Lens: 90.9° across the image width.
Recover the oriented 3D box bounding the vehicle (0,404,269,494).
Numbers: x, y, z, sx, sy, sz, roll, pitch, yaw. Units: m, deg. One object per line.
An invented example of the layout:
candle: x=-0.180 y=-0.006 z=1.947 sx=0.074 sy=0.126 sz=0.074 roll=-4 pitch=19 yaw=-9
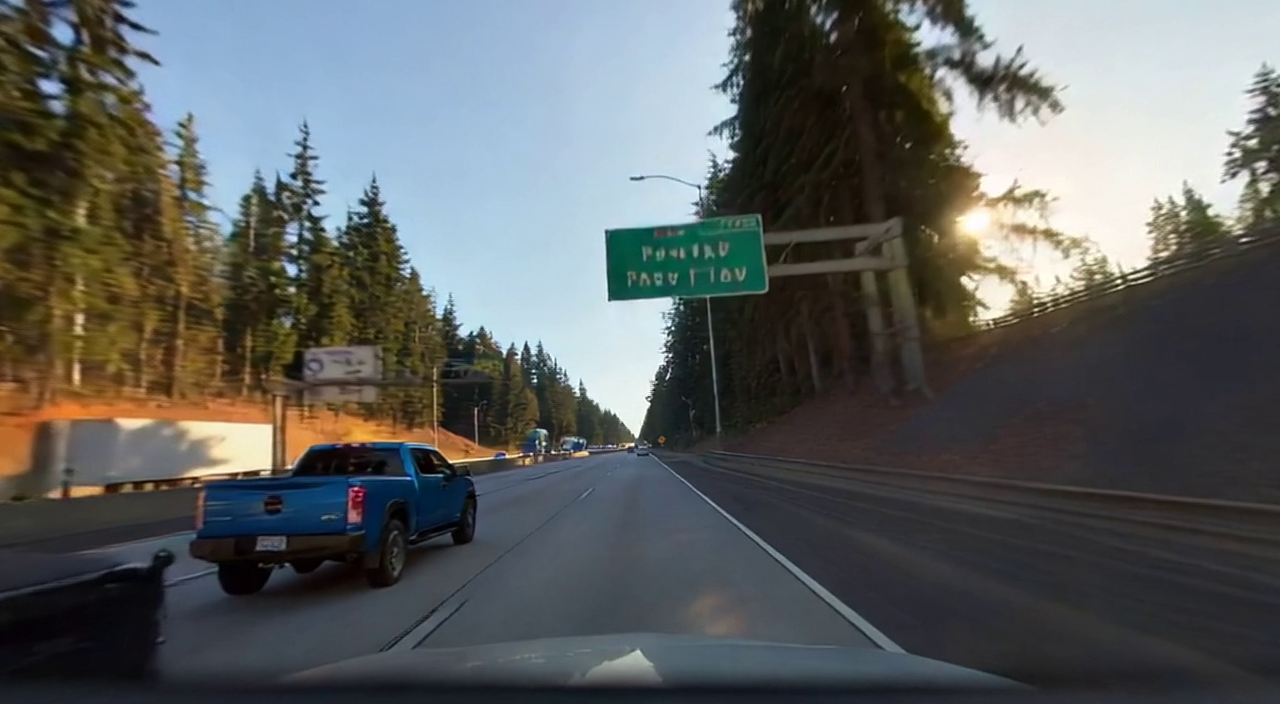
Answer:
vehicle: x=-21.759 y=4.336 z=28.541 sx=3.101 sy=3.238 sz=10.911 roll=-1 pitch=-8 yaw=1

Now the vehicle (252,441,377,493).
vehicle: x=-11.819 y=4.192 z=23.390 sx=2.059 sy=1.620 sz=4.823 roll=-2 pitch=-9 yaw=0
